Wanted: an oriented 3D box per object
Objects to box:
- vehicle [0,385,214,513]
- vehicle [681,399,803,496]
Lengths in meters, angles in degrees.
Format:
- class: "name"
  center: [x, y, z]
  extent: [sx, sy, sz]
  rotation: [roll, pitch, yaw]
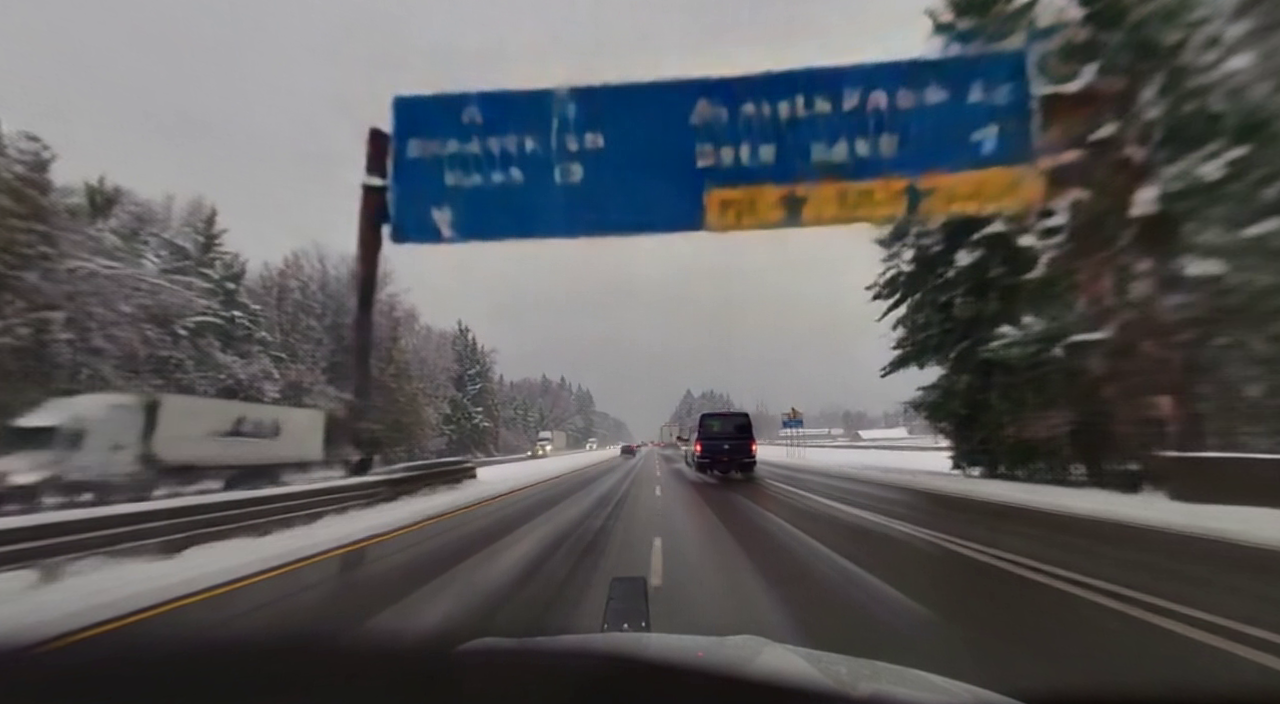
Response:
- class: "vehicle"
  center: [-17.496, 3.091, 20.420]
  extent: [2.867, 3.506, 5.874]
  rotation: [0, -8, 2]
- class: "vehicle"
  center: [2.788, 2.871, 19.169]
  extent: [2.677, 2.439, 6.402]
  rotation: [0, -8, 1]
